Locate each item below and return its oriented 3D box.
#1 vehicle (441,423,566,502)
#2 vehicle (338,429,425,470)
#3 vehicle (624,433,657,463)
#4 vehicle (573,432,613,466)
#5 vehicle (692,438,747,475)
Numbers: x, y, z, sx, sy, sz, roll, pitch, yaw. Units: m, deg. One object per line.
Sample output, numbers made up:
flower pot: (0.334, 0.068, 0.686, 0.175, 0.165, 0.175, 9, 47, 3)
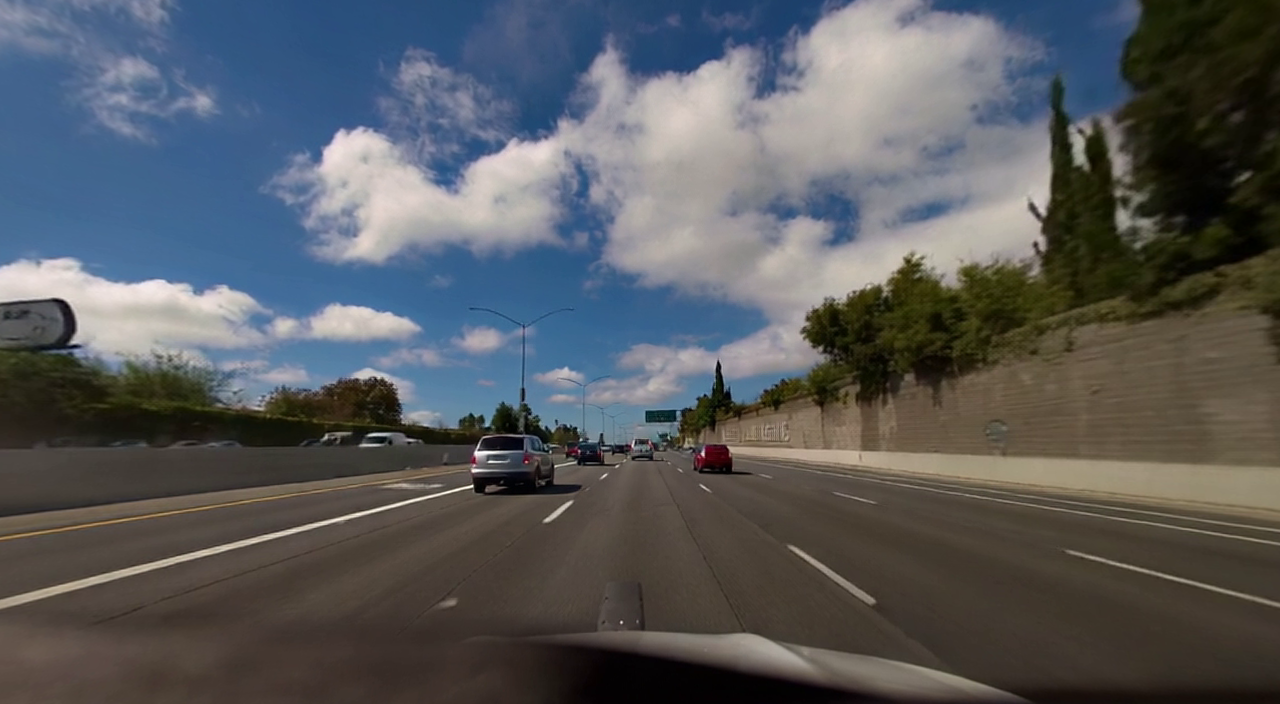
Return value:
vehicle: (-3.503, 2.979, 17.490, 2.184, 1.819, 5.441, 0, -8, 1)
vehicle: (-17.423, 6.649, 43.037, 2.877, 2.497, 7.068, 0, -8, 1)
vehicle: (0.037, 7.454, 48.949, 2.485, 2.215, 5.199, 0, -8, 0)
vehicle: (-3.176, 6.692, 43.583, 2.378, 2.214, 4.352, 0, -8, 0)
vehicle: (4.060, 5.425, 32.945, 2.224, 1.752, 4.487, 0, -8, -1)
